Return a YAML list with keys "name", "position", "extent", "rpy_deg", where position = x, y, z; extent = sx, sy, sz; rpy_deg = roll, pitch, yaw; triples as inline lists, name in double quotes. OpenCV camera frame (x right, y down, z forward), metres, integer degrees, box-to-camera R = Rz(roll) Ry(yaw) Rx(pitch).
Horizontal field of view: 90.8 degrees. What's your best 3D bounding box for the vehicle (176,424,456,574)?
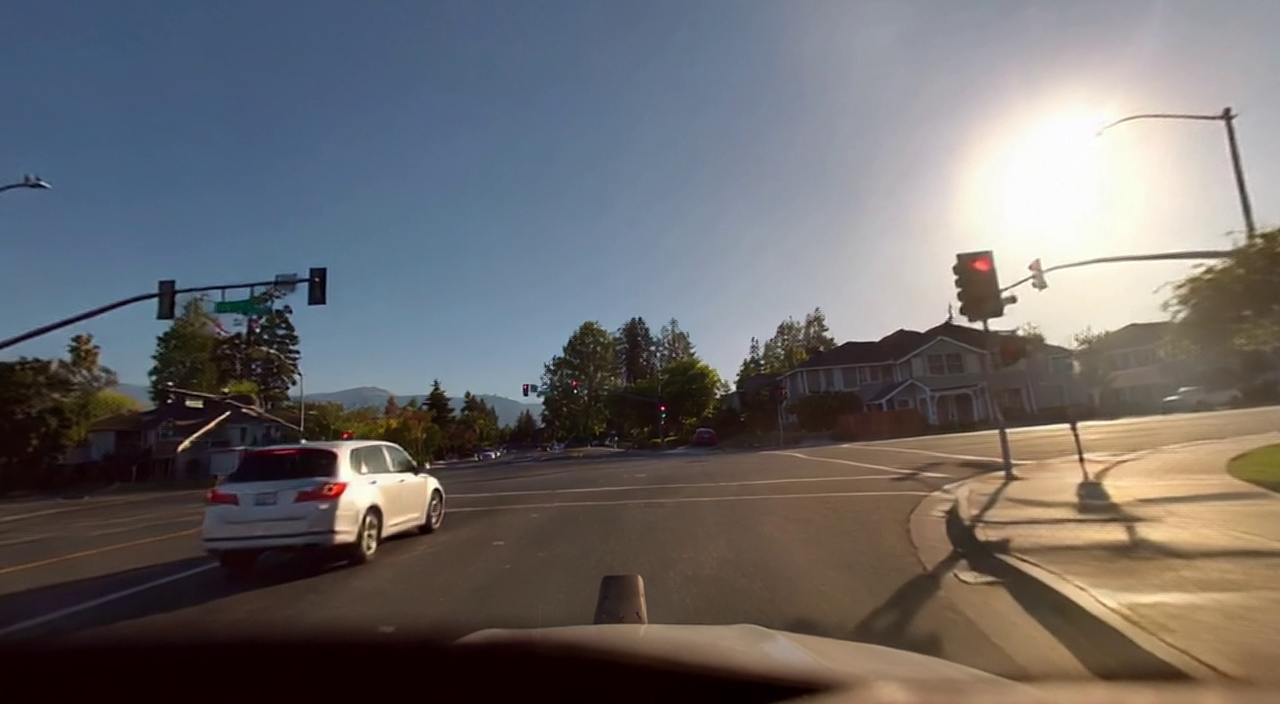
- name: "vehicle"
  position: [-3.929, 1.786, 8.531]
  extent: [1.777, 1.537, 3.831]
  rpy_deg: [0, -8, -1]
